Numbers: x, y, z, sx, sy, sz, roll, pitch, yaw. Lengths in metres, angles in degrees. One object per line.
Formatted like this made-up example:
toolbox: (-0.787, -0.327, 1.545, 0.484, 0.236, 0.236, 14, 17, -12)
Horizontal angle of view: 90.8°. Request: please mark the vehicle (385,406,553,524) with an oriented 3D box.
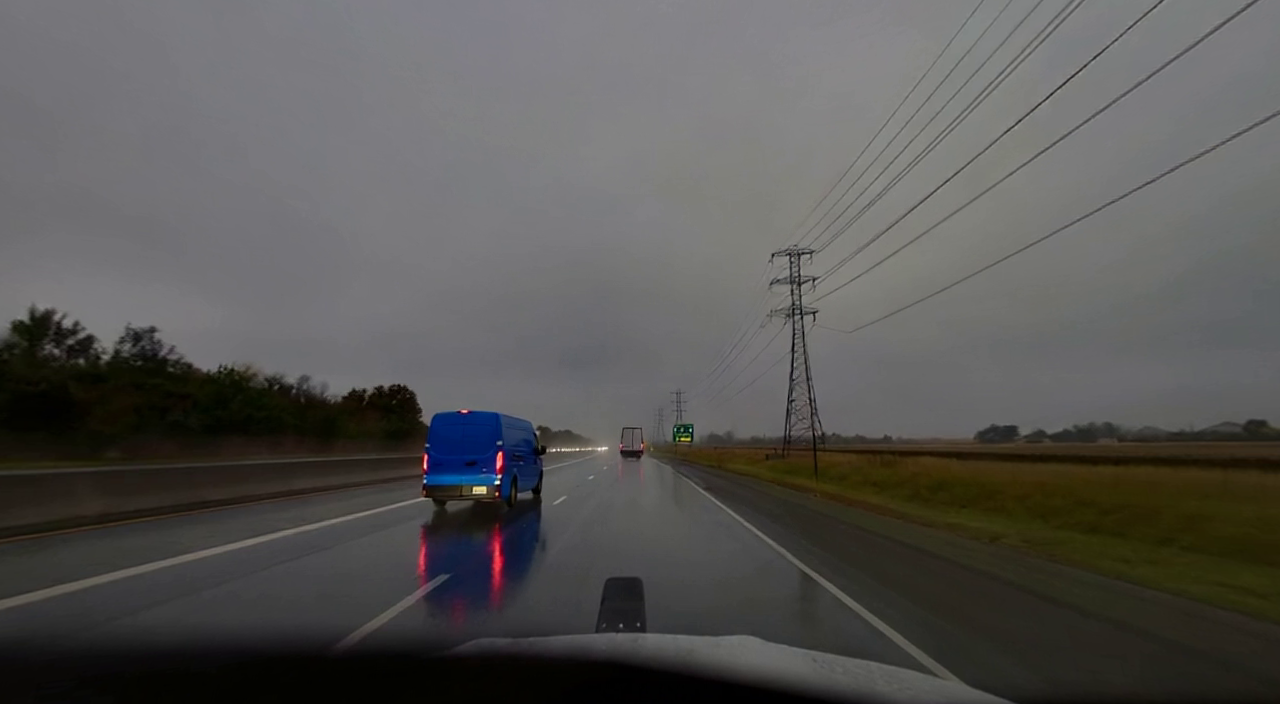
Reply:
vehicle: (-3.305, 2.345, 13.528, 2.197, 2.011, 5.130, 0, -9, -1)
